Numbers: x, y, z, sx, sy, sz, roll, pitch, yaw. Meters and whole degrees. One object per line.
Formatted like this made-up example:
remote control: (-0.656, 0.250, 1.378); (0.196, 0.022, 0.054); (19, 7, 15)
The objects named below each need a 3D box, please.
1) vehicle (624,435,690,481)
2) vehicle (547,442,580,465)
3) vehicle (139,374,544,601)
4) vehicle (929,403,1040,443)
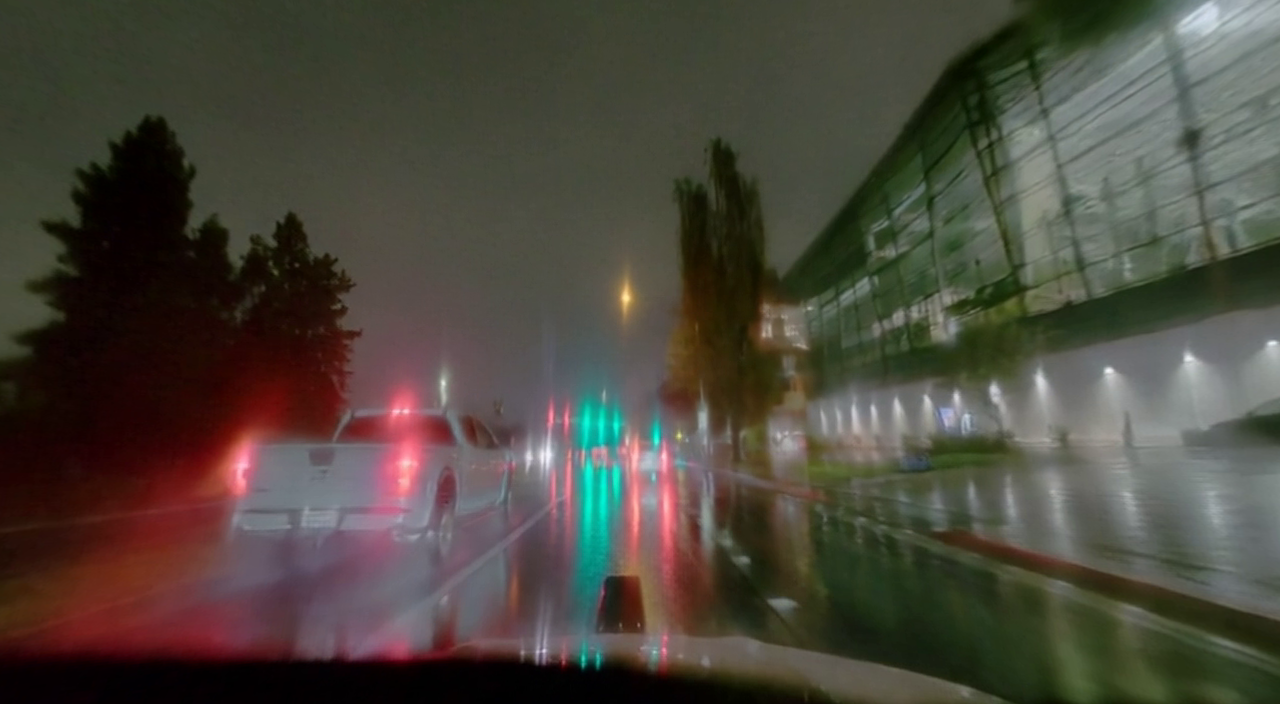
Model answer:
vehicle: (0.517, 3.905, 23.394); (2.142, 1.528, 4.133); (0, -9, -3)
vehicle: (-5.126, 6.791, 42.292); (2.018, 1.458, 4.350); (1, -9, -7)
vehicle: (-3.088, 1.618, 8.500); (2.512, 1.992, 5.725); (0, -9, 2)
vehicle: (22.268, 4.676, 41.005); (6.027, 2.377, 2.245); (-4, -10, 26)
